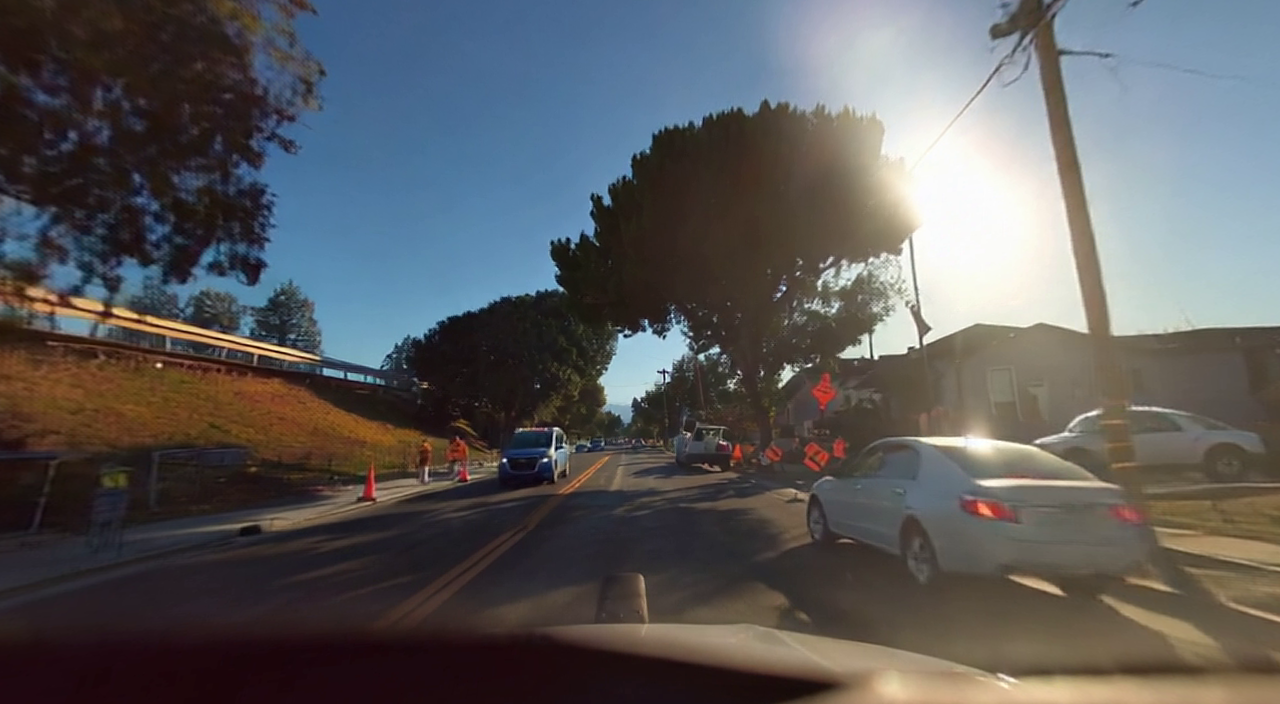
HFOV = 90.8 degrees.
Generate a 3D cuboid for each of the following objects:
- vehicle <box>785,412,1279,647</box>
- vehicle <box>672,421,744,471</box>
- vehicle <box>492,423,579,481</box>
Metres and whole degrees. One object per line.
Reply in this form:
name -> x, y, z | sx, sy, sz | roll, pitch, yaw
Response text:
vehicle -> 3.152, 1.493, 6.475 | 2.006, 1.482, 4.722 | 0, -9, -3
vehicle -> 3.066, 4.469, 30.026 | 2.759, 2.114, 6.152 | 0, -9, 0
vehicle -> -3.777, 3.766, 23.986 | 2.358, 1.921, 5.675 | 0, -9, 0
